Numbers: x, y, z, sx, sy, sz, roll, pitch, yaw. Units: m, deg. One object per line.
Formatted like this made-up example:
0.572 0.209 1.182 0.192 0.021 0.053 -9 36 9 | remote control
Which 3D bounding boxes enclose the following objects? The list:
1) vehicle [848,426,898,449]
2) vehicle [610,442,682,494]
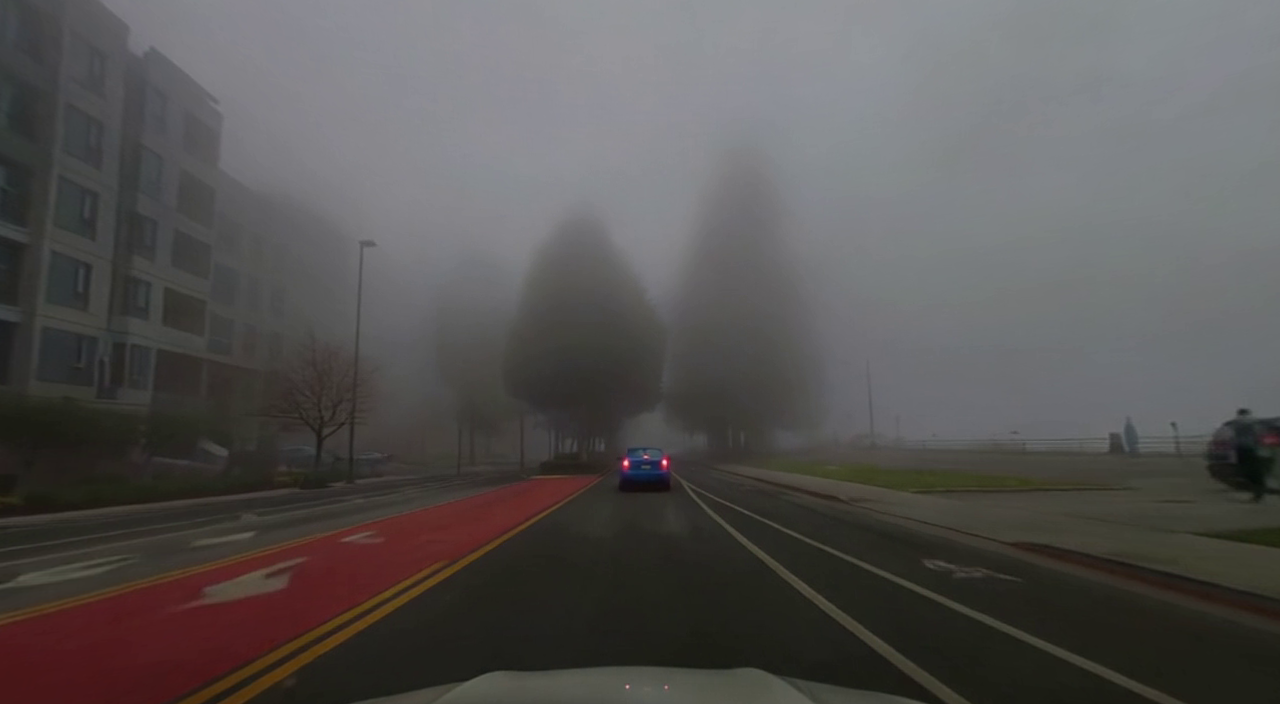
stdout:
15.780 5.834 42.824 1.979 1.460 3.848 -1 -9 2 | vehicle
0.158 3.664 20.246 2.063 1.442 4.135 0 -9 0 | vehicle
